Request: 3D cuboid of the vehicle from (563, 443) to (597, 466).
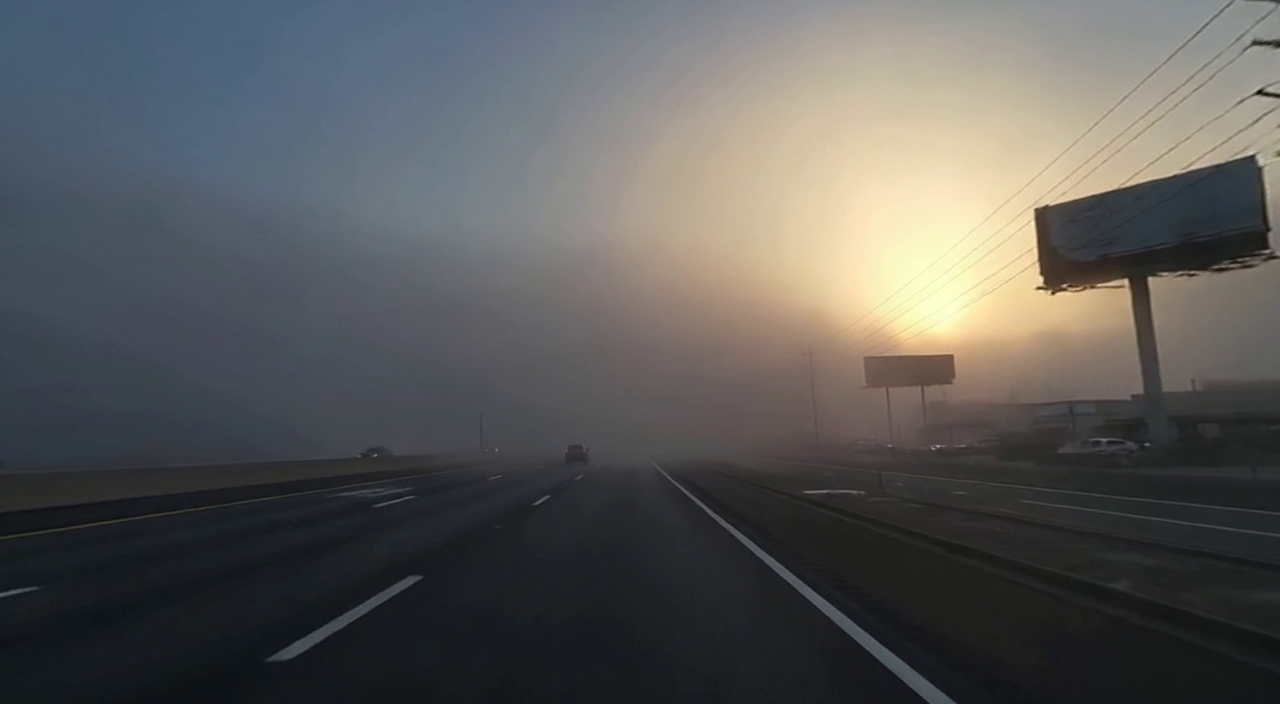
[{"bbox_3d":[-4.219,7.271,45.018,1.940,1.479,4.545,0,-9,0],"label":"vehicle"}]
